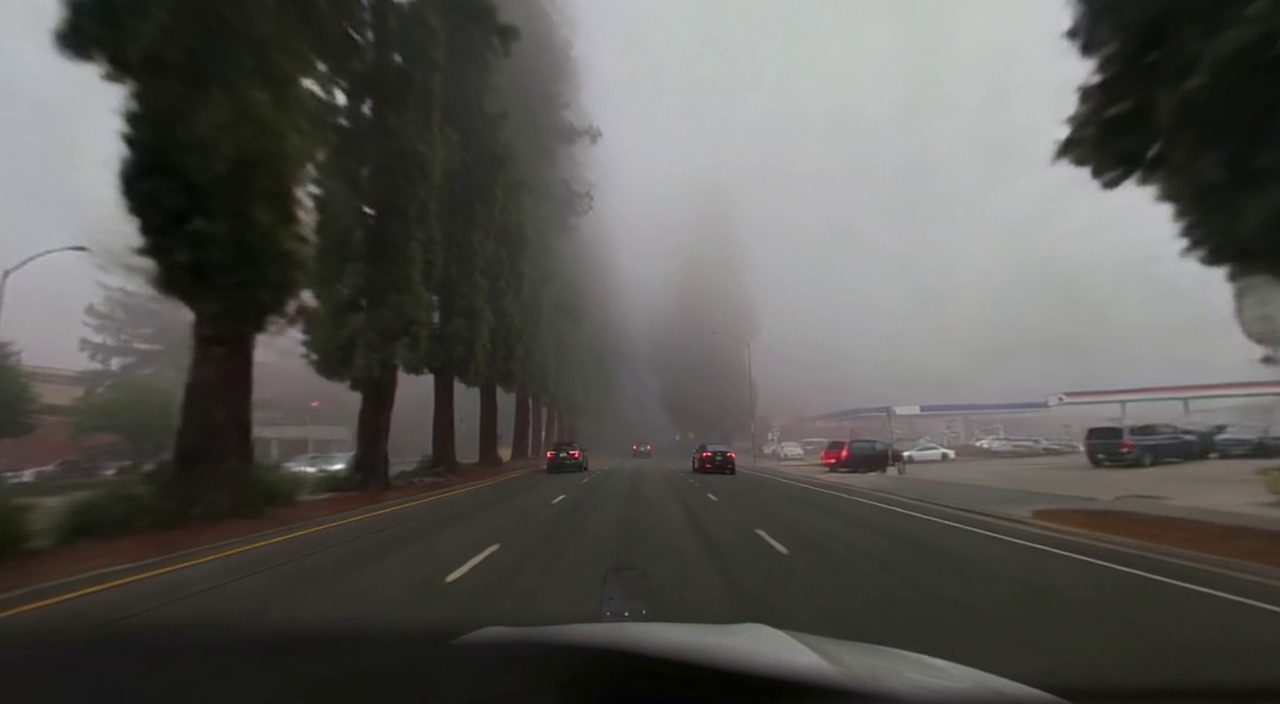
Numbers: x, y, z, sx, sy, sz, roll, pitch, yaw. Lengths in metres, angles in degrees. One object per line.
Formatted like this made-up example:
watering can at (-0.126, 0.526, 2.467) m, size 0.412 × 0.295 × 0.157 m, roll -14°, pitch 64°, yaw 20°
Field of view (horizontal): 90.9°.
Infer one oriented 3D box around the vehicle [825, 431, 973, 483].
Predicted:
vehicle at (9.479, 3.835, 23.264) m, size 4.526 × 1.768 × 2.056 m, roll 1°, pitch -9°, yaw -8°

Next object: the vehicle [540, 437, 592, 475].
vehicle at (-3.632, 5.160, 31.626) m, size 2.051 × 1.747 × 4.370 m, roll 0°, pitch -8°, yaw 1°

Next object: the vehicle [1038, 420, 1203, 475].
vehicle at (16.833, 3.353, 22.280) m, size 4.107 × 1.487 × 1.937 m, roll -5°, pitch -7°, yaw 3°

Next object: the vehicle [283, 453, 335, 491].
vehicle at (-14.778, 5.300, 28.148) m, size 1.839 × 1.478 × 4.437 m, roll 4°, pitch -9°, yaw -27°

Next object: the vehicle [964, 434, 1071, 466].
vehicle at (22.567, 5.843, 37.785) m, size 5.111 × 1.785 × 2.119 m, roll 0°, pitch -8°, yaw -4°

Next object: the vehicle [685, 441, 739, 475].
vehicle at (3.448, 5.153, 30.955) m, size 2.010 × 1.486 × 4.498 m, roll 0°, pitch -8°, yaw -1°
